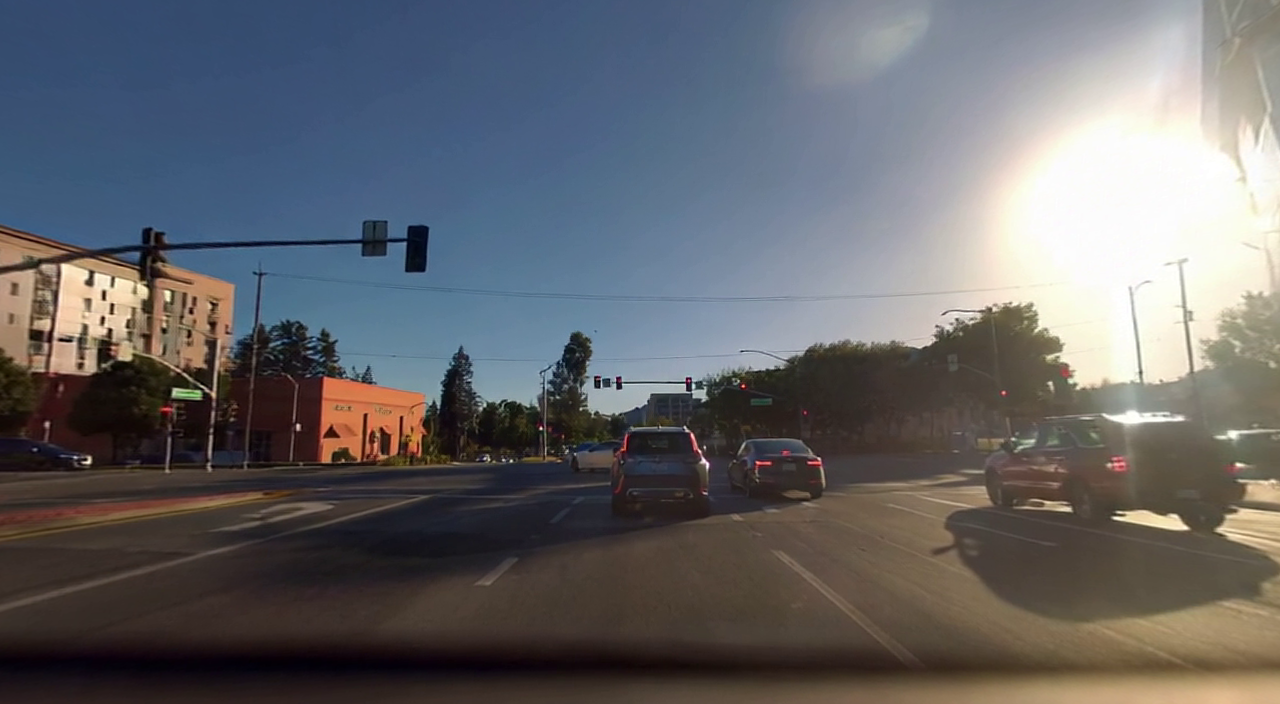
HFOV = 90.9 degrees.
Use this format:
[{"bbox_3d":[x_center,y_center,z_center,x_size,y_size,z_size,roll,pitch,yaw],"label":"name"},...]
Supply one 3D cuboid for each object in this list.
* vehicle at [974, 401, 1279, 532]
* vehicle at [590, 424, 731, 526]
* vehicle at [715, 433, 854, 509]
[{"bbox_3d":[8.507,2.012,11.635,2.132,1.892,4.851,0,-8,2],"label":"vehicle"},{"bbox_3d":[0.289,2.188,11.801,2.099,1.516,4.681,0,-8,0],"label":"vehicle"},{"bbox_3d":[3.001,2.571,14.083,1.994,1.436,4.169,0,-8,-2],"label":"vehicle"}]
